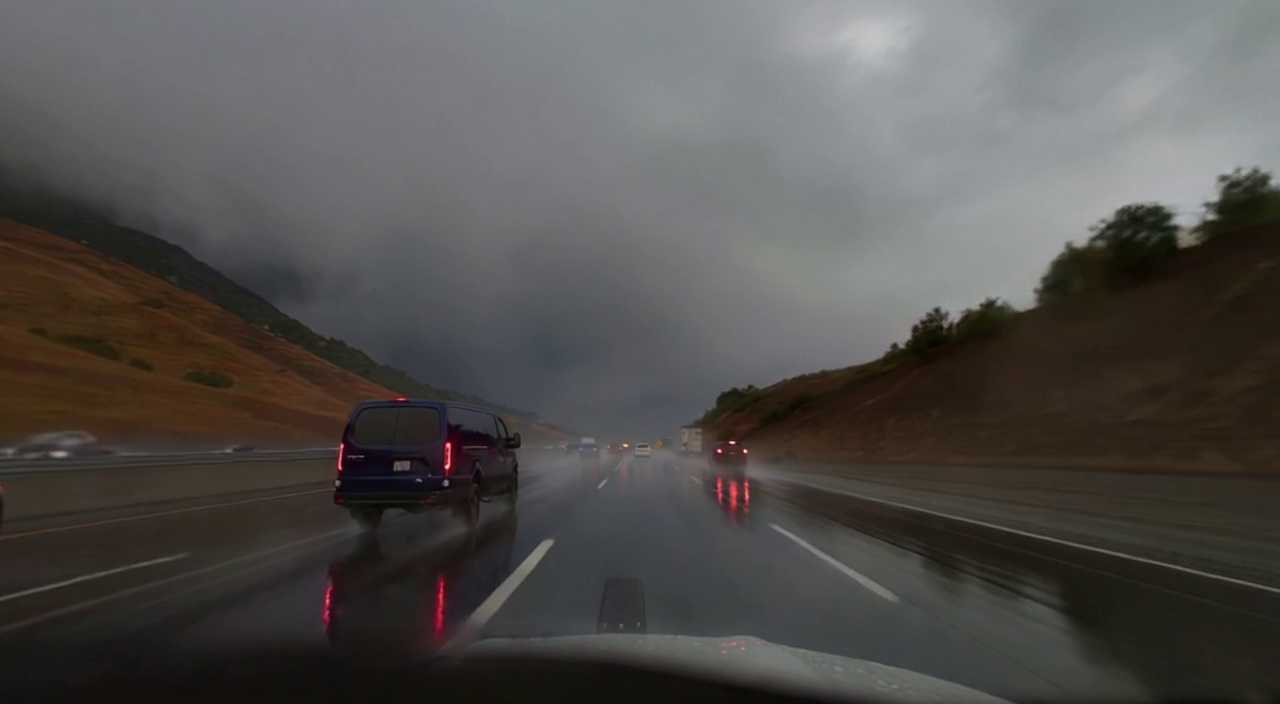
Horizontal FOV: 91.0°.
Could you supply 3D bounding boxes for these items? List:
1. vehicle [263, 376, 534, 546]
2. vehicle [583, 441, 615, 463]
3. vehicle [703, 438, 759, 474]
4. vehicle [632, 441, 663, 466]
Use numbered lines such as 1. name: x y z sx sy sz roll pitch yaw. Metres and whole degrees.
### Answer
1. vehicle: -3.636 1.860 11.157 2.421 2.203 5.775 0 -9 1
2. vehicle: -3.134 7.694 48.611 2.138 1.581 4.340 0 -9 0
3. vehicle: 4.370 5.074 30.873 2.051 1.598 4.145 0 -9 -1
4. vehicle: 0.472 6.761 42.044 2.014 1.543 3.804 0 -9 0
